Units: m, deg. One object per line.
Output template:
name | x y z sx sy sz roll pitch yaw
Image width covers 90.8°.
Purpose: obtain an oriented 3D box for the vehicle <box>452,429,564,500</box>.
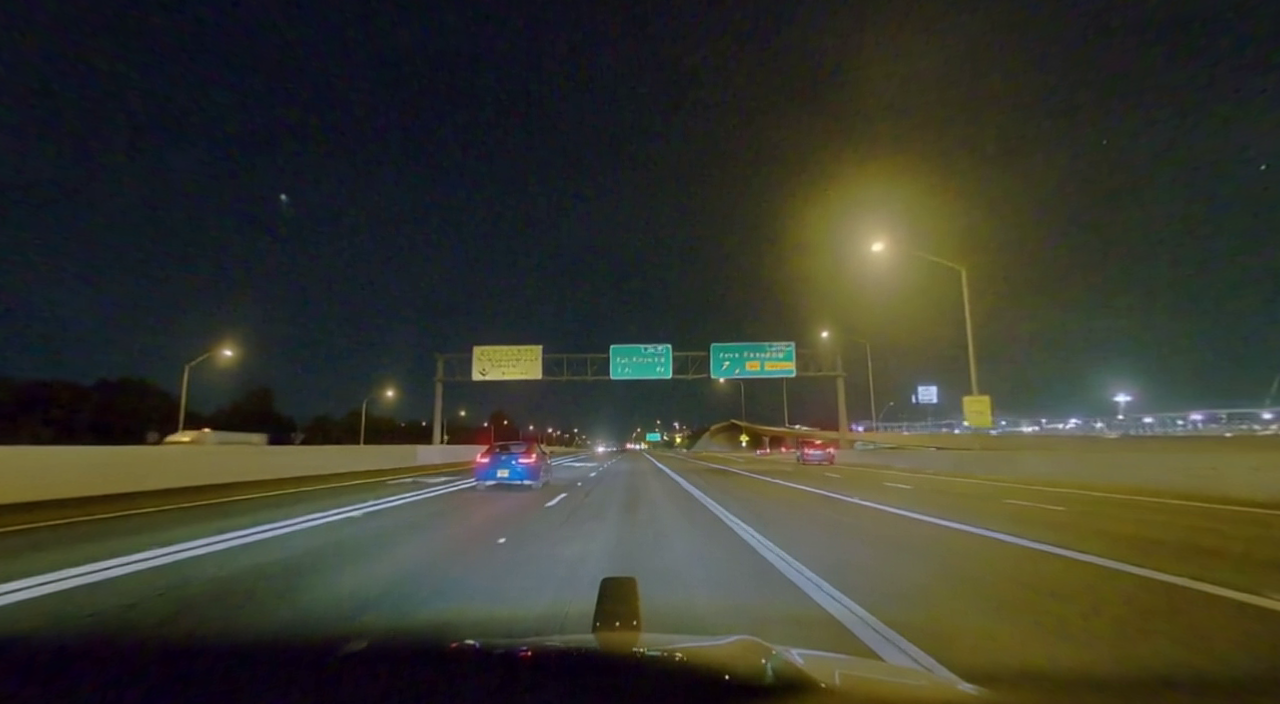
vehicle | -3.457 3.038 17.537 2.178 1.699 4.321 0 -8 0
